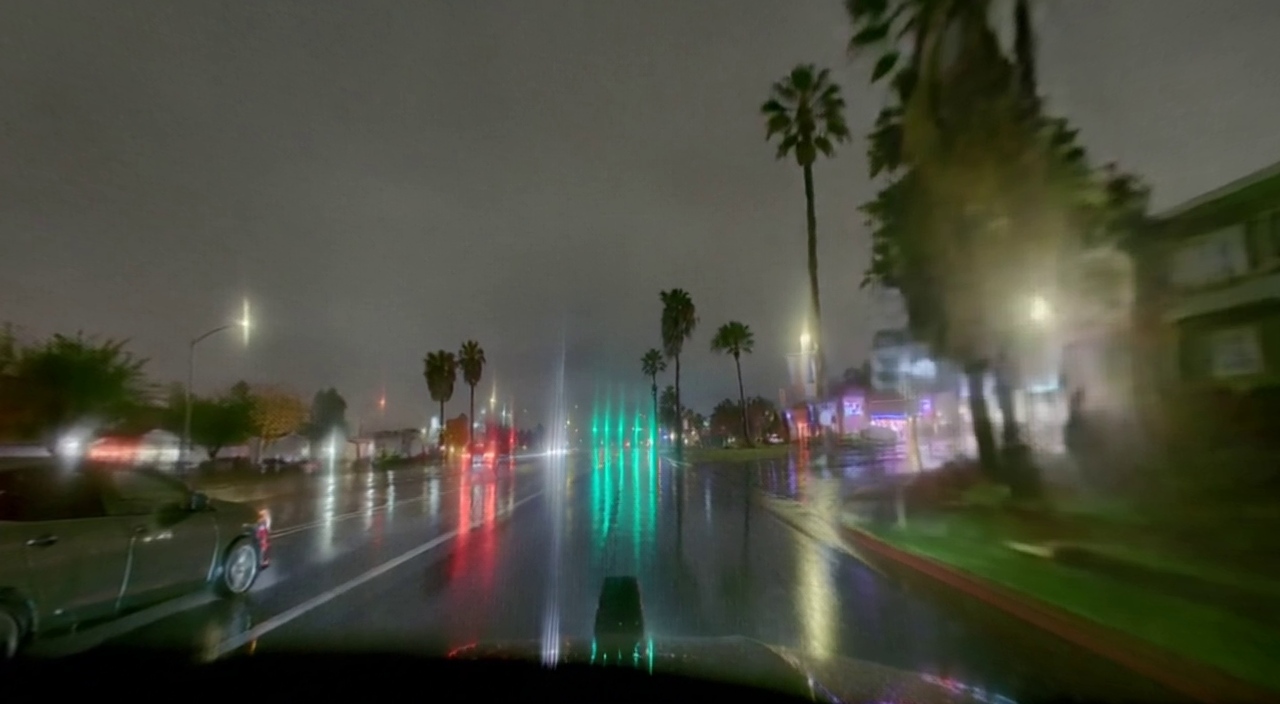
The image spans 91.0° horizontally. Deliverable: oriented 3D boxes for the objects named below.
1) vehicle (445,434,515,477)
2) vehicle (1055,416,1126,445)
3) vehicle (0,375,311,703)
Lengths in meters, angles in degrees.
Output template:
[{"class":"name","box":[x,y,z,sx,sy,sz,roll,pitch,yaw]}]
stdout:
[{"class":"vehicle","box":[-7.461,4.879,29.835,2.136,1.844,4.363,0,-8,1]},{"class":"vehicle","box":[29.568,5.192,41.288,4.264,1.791,2.133,6,-10,-30]},{"class":"vehicle","box":[-4.164,1.065,3.829,2.041,1.666,4.182,0,-8,0]}]
